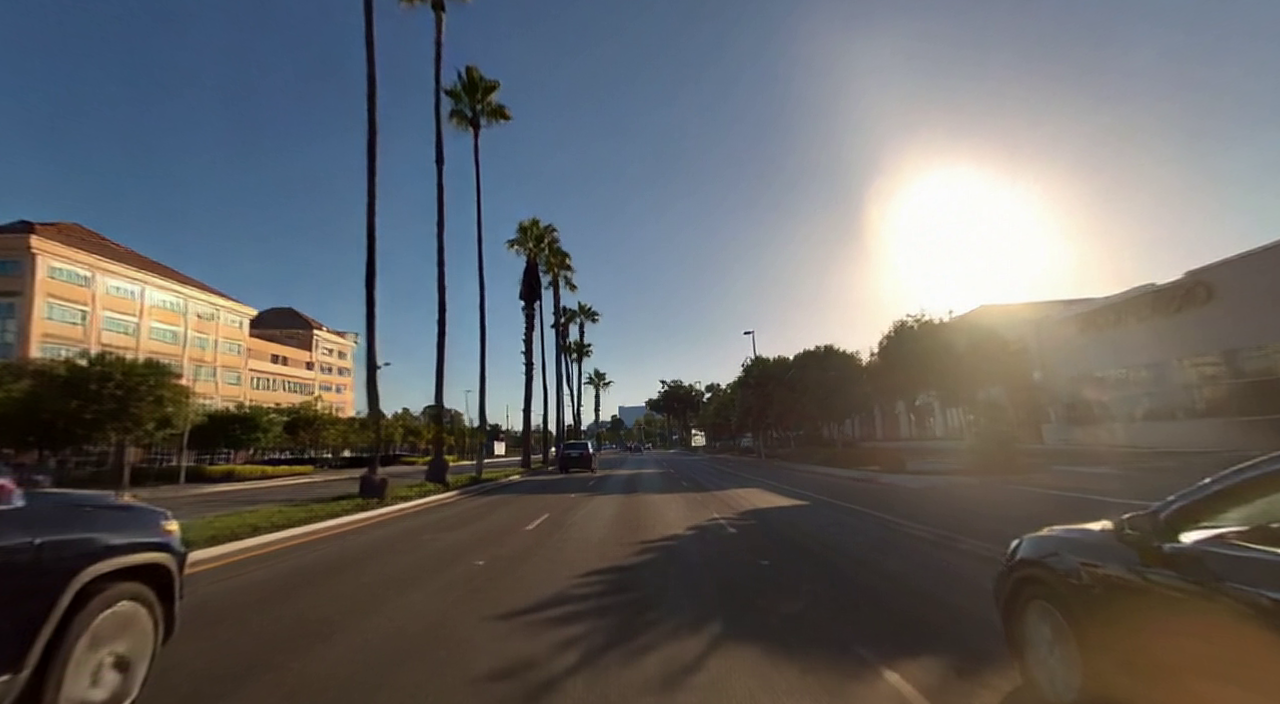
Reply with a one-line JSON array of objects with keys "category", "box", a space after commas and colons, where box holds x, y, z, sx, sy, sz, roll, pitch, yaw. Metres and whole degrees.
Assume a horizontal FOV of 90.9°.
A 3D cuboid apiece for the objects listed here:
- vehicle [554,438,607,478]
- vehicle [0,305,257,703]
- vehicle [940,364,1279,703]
[{"category": "vehicle", "box": [-2.727, 4.980, 29.973, 1.998, 1.743, 4.402, 0, -8, 1]}, {"category": "vehicle", "box": [-3.213, 0.633, 1.317, 2.058, 1.804, 4.391, 0, -8, -1]}, {"category": "vehicle", "box": [2.823, 0.789, 1.781, 1.946, 1.513, 4.133, 0, -8, 1]}]
